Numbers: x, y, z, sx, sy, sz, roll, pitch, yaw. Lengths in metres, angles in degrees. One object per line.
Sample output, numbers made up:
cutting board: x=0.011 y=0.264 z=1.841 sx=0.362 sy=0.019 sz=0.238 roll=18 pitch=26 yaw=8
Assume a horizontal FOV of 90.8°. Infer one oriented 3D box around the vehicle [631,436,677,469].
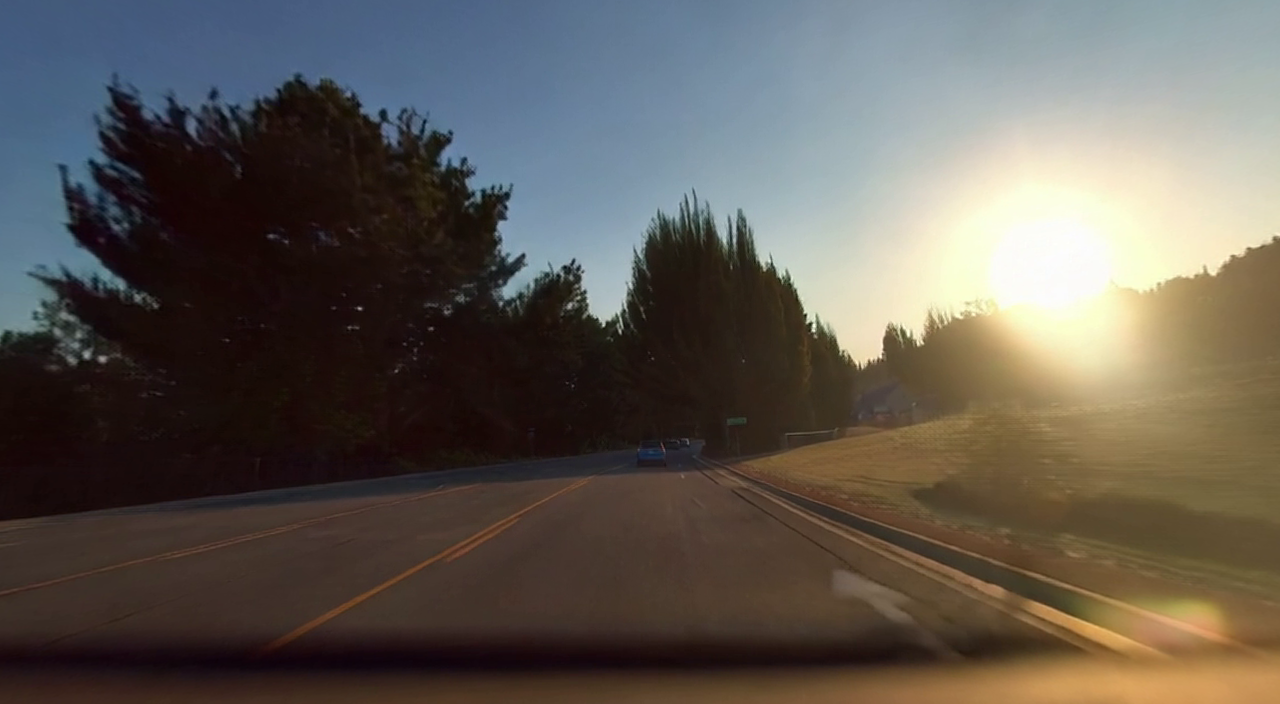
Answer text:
vehicle: x=0.844 y=5.520 z=34.888 sx=2.294 sy=1.708 sz=4.110 roll=-1 pitch=-9 yaw=5
